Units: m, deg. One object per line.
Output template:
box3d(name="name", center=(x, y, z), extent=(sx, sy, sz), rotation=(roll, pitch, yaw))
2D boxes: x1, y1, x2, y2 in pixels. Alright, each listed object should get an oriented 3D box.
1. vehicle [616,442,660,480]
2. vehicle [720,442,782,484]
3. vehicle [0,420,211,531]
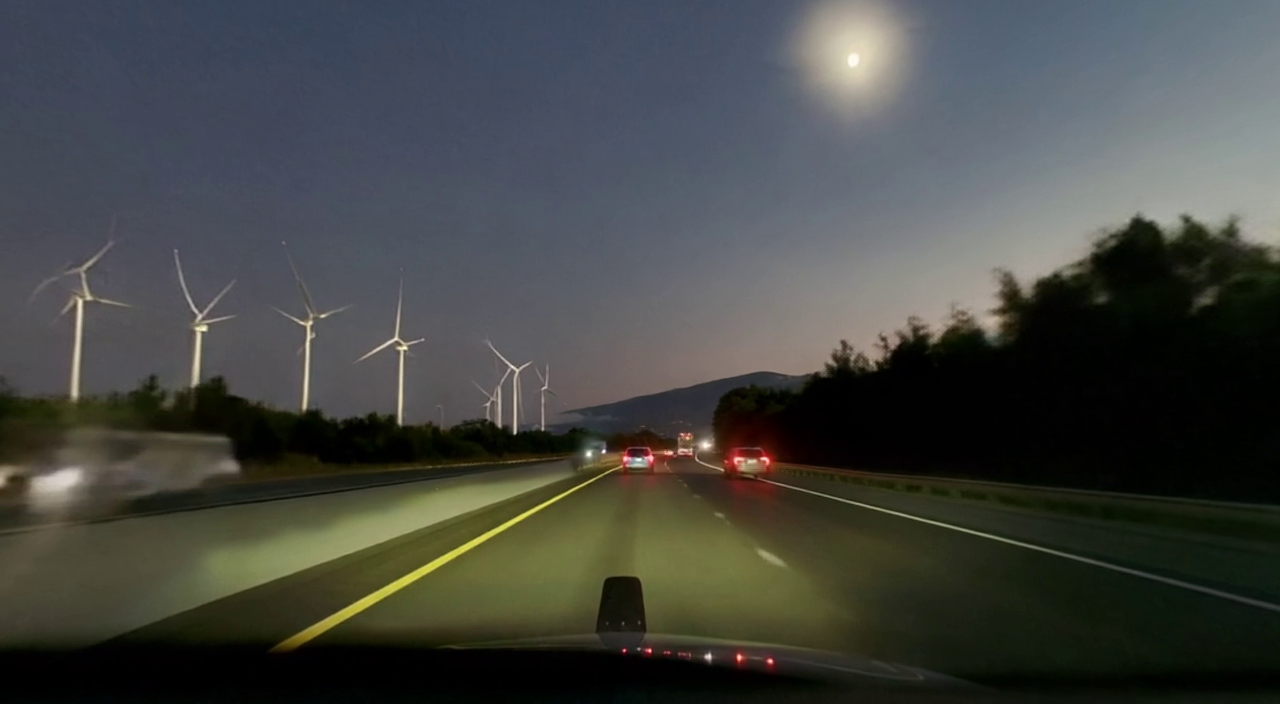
box3d(name="vehicle", center=(-0.078, 5.334, 31.056), extent=(2.038, 1.723, 4.150), rotation=(0, -9, 1))
box3d(name="vehicle", center=(4.872, 4.955, 28.373), extent=(2.040, 1.721, 4.507), rotation=(0, -9, 1))
box3d(name="vehicle", center=(-12.836, 2.762, 14.596), extent=(2.083, 2.091, 5.097), rotation=(-1, -9, 1))
